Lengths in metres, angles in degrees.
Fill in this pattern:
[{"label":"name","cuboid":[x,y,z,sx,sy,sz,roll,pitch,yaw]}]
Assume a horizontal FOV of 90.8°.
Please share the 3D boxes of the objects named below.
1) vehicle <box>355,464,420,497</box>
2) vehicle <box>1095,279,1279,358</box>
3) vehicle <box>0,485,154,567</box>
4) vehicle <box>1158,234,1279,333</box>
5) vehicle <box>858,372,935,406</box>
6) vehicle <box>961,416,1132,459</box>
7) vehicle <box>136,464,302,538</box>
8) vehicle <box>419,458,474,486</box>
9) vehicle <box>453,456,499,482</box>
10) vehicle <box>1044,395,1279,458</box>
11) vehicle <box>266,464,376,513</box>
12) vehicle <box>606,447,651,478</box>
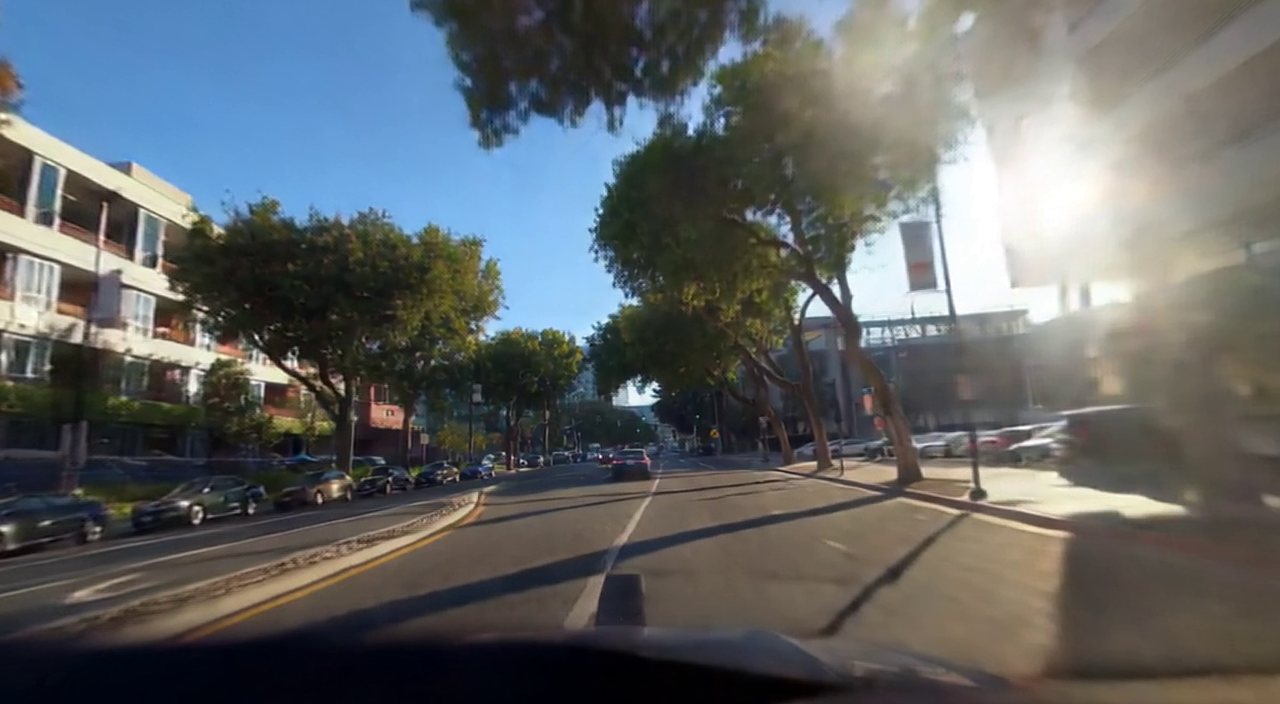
[{"label":"vehicle","cuboid":[-12.956,6.582,32.635,1.646,1.462,3.740,0,-8,2]},{"label":"vehicle","cuboid":[13.776,-0.780,15.528,3.770,1.574,1.671,-1,-9,5]},{"label":"vehicle","cuboid":[-14.062,3.946,14.452,2.021,1.438,4.616,-3,-9,5]},{"label":"vehicle","cuboid":[13.503,-1.422,13.083,3.826,1.601,1.807,-3,-8,1]},{"label":"vehicle","cuboid":[15.129,2.222,37.424,3.766,1.708,1.810,-2,-10,6]},{"label":"vehicle","cuboid":[14.984,3.222,23.581,4.750,1.519,2.276,0,-9,3]},{"label":"vehicle","cuboid":[-13.771,4.834,21.096,1.917,1.775,5.018,-10,-10,2]},{"label":"vehicle","cuboid":[-12.562,7.801,41.304,1.997,1.668,4.084,-1,-8,4]},{"label":"vehicle","cuboid":[-12.209,8.727,47.339,2.016,1.627,4.742,-2,-8,3]},{"label":"vehicle","cuboid":[14.567,2.158,17.924,4.619,1.626,2.121,-1,-8,6]},{"label":"vehicle","cuboid":[-13.261,5.668,26.625,1.984,1.635,4.525,-3,-9,5]},{"label":"vehicle","cuboid":[-0.501,5.619,32.526,2.051,1.454,4.132,0,-8,3]}]
